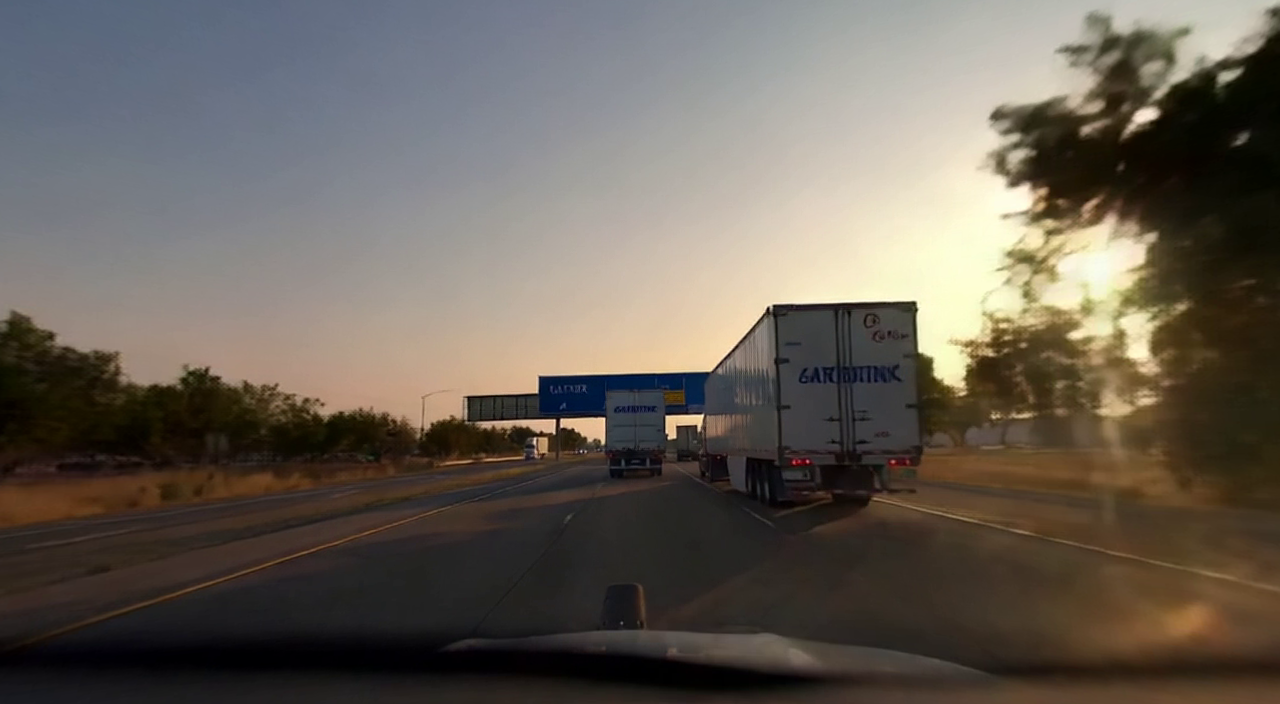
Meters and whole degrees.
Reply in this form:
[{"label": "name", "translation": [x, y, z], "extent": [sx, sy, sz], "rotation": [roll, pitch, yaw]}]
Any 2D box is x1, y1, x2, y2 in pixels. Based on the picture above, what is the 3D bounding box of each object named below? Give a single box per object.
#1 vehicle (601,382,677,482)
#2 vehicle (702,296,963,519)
[{"label": "vehicle", "translation": [-0.017, 3.813, 29.058], "extent": [2.864, 3.805, 9.709], "rotation": [0, -9, 0]}, {"label": "vehicle", "translation": [4.229, 2.075, 18.872], "extent": [3.044, 4.128, 14.482], "rotation": [0, -9, -1]}]
